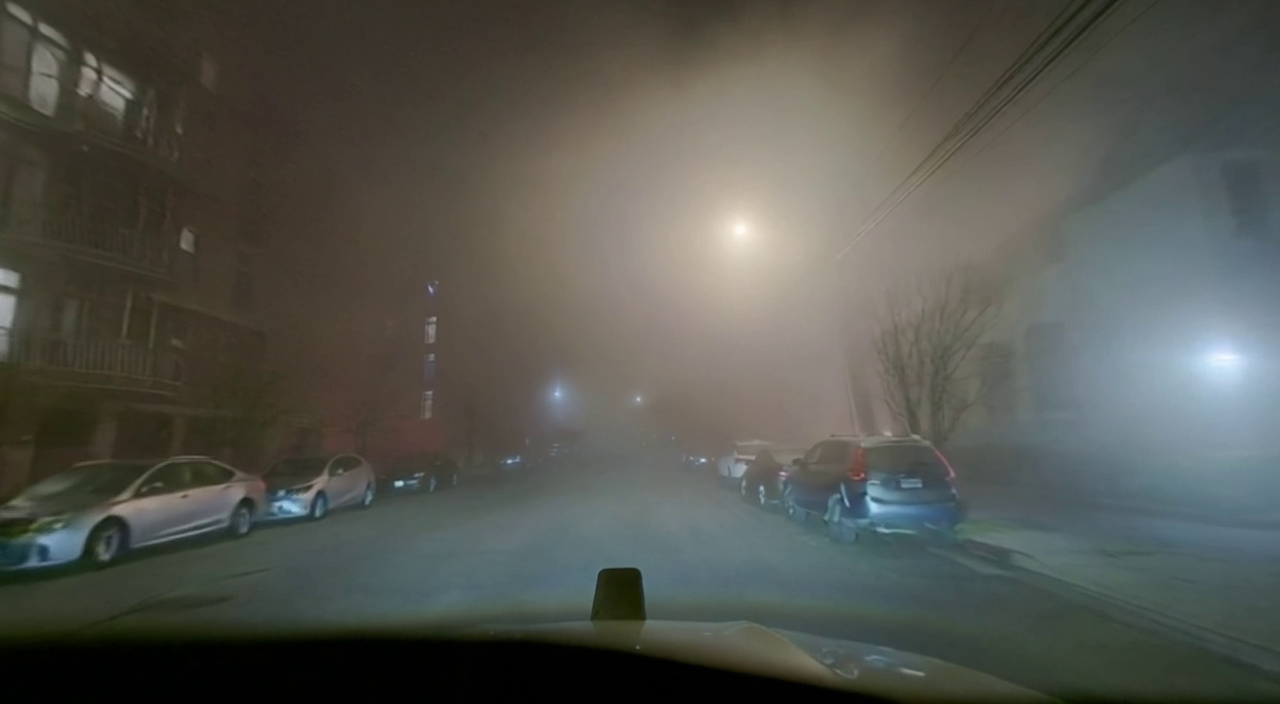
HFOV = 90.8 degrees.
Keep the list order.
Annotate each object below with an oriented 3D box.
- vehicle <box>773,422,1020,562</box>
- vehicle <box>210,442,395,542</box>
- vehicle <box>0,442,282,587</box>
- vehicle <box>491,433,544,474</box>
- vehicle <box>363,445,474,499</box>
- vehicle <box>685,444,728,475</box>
[{"bbox_3d":[3.640,2.069,10.124,2.095,1.694,4.592,0,-9,1],"label":"vehicle"},{"bbox_3d":[-7.663,3.115,14.961,1.981,1.651,4.683,-5,-6,-3],"label":"vehicle"},{"bbox_3d":[-7.810,2.311,9.730,1.917,1.618,4.825,-2,-10,-2],"label":"vehicle"},{"bbox_3d":[-7.694,6.404,40.295,2.351,2.251,5.856,-2,-8,-2],"label":"vehicle"},{"bbox_3d":[-7.523,4.069,22.028,2.145,1.488,4.646,-3,-7,1],"label":"vehicle"},{"bbox_3d":[3.684,6.025,35.746,1.925,1.634,4.419,0,-8,0],"label":"vehicle"}]
